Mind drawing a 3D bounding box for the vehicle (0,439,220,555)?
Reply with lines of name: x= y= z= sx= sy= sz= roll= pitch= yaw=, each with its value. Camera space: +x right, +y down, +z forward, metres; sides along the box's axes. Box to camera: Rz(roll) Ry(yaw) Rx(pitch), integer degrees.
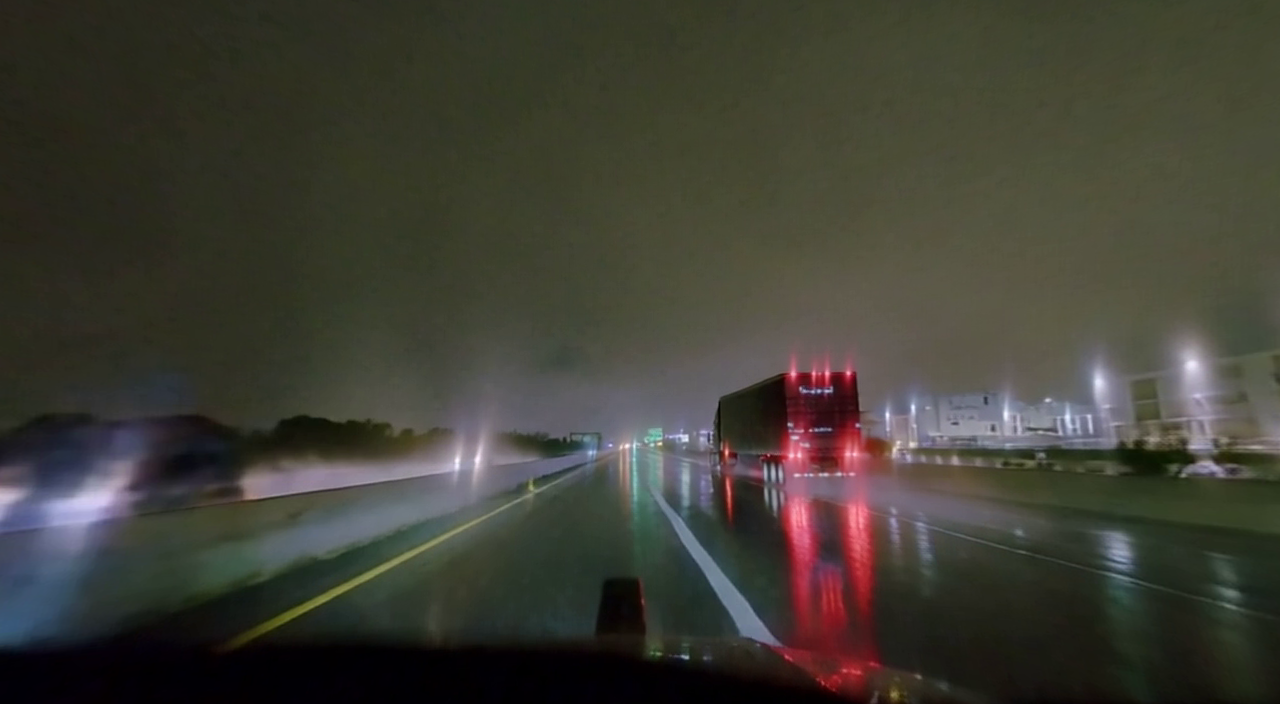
vehicle: x=-9.900 y=2.399 z=11.112 sx=2.071 sy=1.621 sz=4.273 roll=0 pitch=-9 yaw=-1
